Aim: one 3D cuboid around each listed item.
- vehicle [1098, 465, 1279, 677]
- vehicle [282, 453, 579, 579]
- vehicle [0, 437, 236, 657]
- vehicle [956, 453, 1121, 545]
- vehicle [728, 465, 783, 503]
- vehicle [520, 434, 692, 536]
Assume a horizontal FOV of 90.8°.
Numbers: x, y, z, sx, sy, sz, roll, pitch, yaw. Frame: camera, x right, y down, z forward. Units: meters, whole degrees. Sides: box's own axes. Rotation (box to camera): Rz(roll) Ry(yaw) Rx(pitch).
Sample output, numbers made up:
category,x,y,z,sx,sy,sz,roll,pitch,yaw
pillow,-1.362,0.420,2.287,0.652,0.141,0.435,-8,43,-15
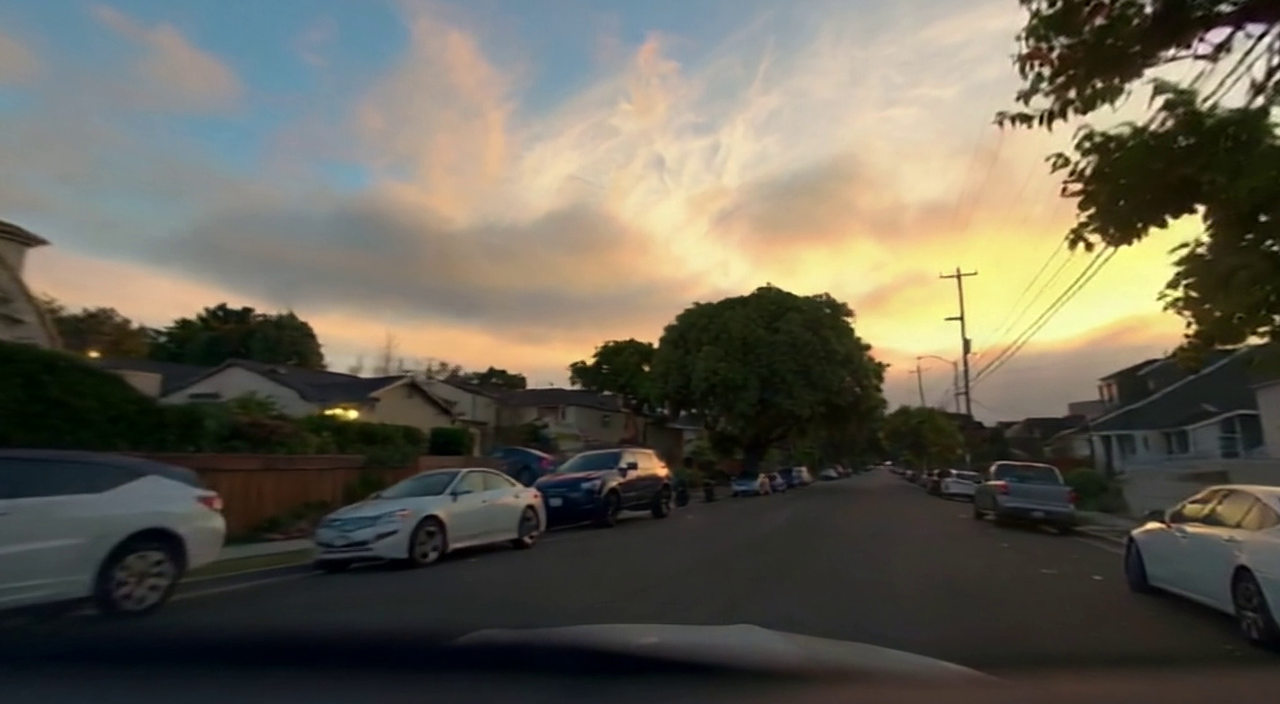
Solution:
category,x,y,z,sx,sy,sz,roll,pitch,yaw
vehicle,6.371,1.916,6.022,1.973,1.517,4.604,-3,-9,20
vehicle,-2.810,2.376,9.721,1.823,1.427,4.407,-6,-12,22
vehicle,-5.240,1.291,4.207,1.754,1.437,3.885,-4,-12,21
vehicle,10.874,3.933,17.906,2.547,2.075,5.693,-3,-9,18
vehicle,5.987,6.684,32.307,1.971,1.648,4.638,-3,-9,20
vehicle,-0.594,3.143,15.175,2.194,1.995,4.814,-6,-12,22
